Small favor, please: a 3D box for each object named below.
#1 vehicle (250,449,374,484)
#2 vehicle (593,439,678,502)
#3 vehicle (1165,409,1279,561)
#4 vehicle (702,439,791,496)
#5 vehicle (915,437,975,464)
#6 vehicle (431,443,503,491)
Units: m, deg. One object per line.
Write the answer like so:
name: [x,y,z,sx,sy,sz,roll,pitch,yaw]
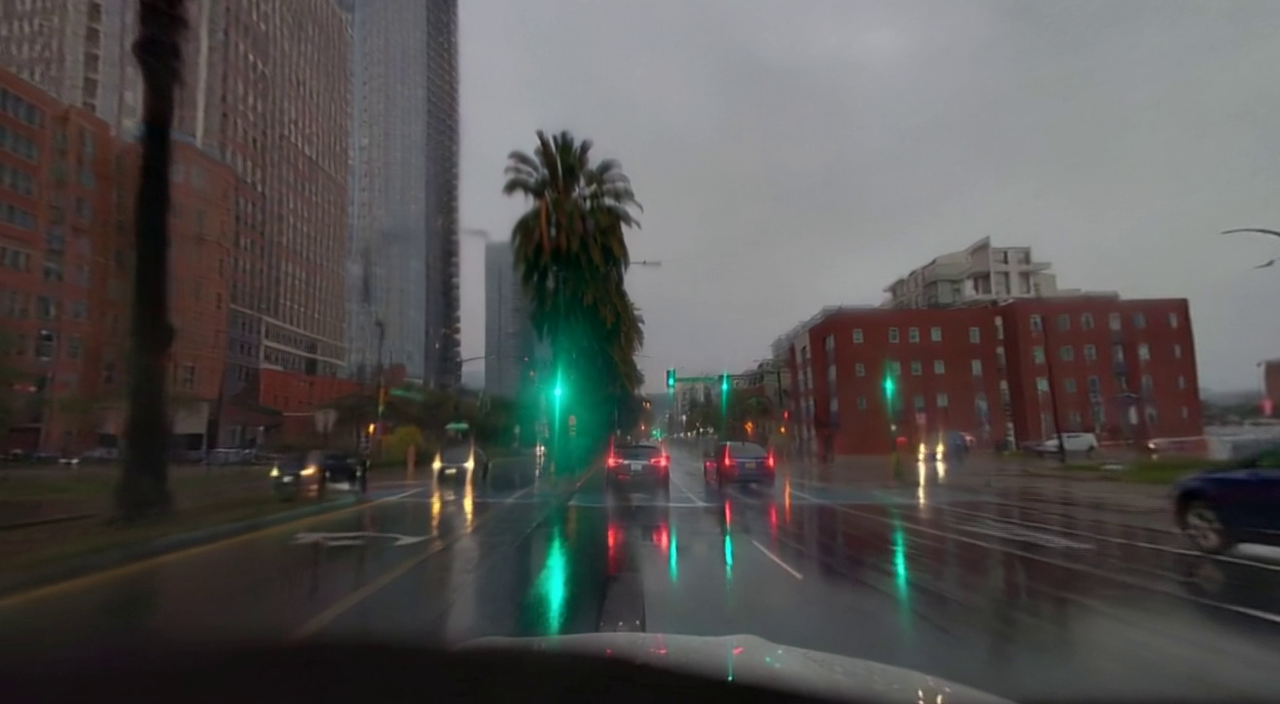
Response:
vehicle: [-14.648,5.113,28.367,4.641,1.502,1.882,-2,-9,9]
vehicle: [-0.147,3.134,17.086,2.048,1.503,3.681,0,-9,-1]
vehicle: [8.180,1.362,6.265,2.000,1.685,4.487,0,-9,-1]
vehicle: [3.040,3.369,18.731,1.909,1.500,3.524,0,-9,-2]
vehicle: [19.894,6.481,41.478,1.959,1.674,4.706,-1,-9,5]
vehicle: [-6.272,4.028,22.553,1.977,1.501,4.435,3,-9,-21]
